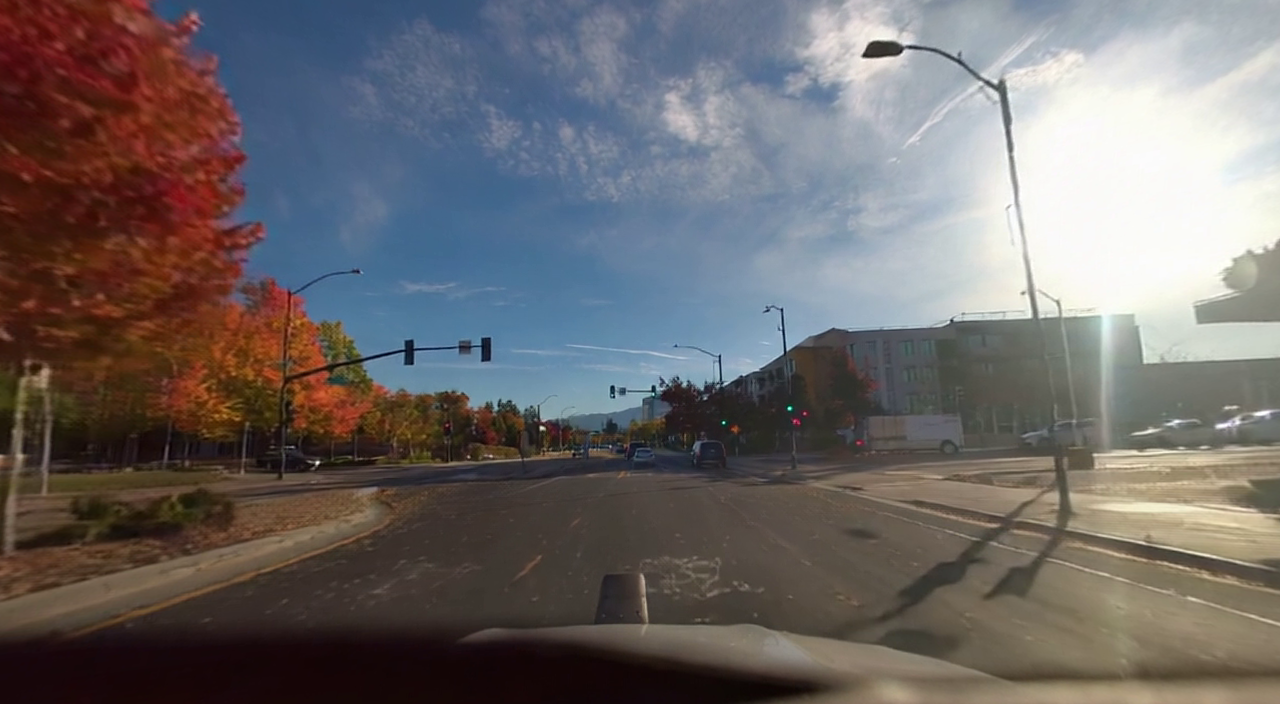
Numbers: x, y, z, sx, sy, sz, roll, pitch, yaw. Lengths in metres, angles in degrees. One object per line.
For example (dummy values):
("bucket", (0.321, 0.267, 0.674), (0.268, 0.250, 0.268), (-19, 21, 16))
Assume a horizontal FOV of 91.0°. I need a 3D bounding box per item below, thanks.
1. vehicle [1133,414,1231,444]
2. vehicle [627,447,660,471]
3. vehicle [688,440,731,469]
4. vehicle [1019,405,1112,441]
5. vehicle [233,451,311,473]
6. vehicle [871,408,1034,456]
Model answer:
("vehicle", (30.442, 4.378, 35.571), (1.729, 1.507, 4.279), (-1, -9, 1))
("vehicle", (0.187, 7.043, 41.559), (2.014, 1.525, 4.197), (0, -9, -1))
("vehicle", (4.539, 6.773, 41.640), (2.174, 1.749, 4.739), (1, -9, -2))
("vehicle", (23.436, 3.996, 34.924), (1.887, 1.635, 4.695), (1, -10, 0))
("vehicle", (-26.791, 8.015, 45.912), (4.500, 1.555, 1.913), (0, -9, 3))
("vehicle", (24.343, 6.353, 49.653), (10.893, 3.534, 3.195), (0, -9, 4))
